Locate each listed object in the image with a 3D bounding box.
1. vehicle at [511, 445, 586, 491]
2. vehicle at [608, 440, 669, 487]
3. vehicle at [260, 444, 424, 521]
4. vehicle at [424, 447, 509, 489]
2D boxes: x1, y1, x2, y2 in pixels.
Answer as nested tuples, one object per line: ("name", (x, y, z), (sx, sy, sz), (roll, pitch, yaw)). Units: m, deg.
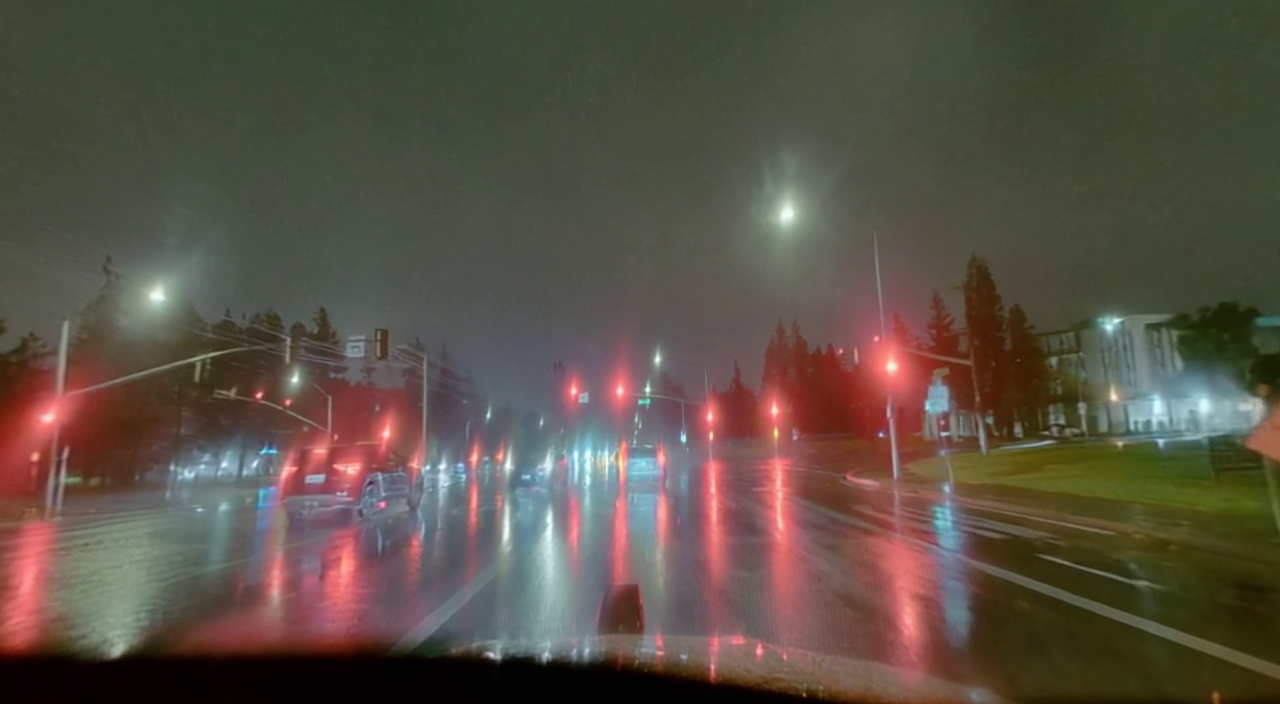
("vehicle", (-3.098, 3.999, 22.190), (1.946, 1.437, 4.154), (0, -8, 1))
("vehicle", (-0.036, 3.915, 22.538), (1.985, 1.521, 3.968), (0, -8, 0))
("vehicle", (-6.839, 2.992, 15.077), (1.869, 1.570, 4.064), (0, -8, 1))
("vehicle", (-6.664, 4.482, 24.780), (2.074, 1.447, 4.224), (0, -8, 1))
